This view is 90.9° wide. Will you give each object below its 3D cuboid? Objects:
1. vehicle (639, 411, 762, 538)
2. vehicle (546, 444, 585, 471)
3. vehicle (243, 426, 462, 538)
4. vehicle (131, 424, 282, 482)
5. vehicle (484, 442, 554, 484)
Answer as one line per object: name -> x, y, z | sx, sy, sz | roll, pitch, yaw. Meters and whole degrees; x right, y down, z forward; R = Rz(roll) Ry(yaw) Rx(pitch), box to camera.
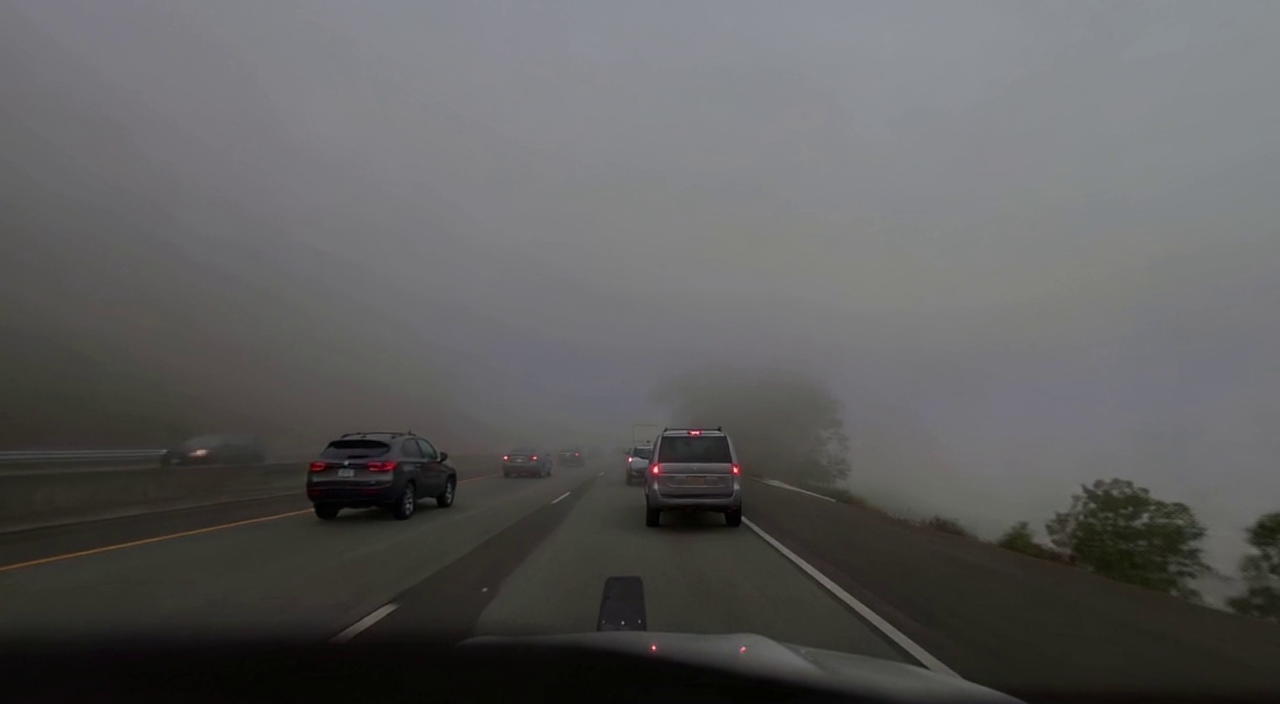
vehicle -> 0.923, 2.174, 11.679 | 1.825, 1.920, 3.960 | 0, -9, -1
vehicle -> -4.575, 6.514, 39.169 | 1.855, 1.527, 4.209 | 0, -9, 1
vehicle -> -4.877, 2.252, 11.519 | 1.934, 1.642, 4.201 | 0, -9, 1
vehicle -> -16.041, 3.770, 23.761 | 2.076, 1.922, 5.041 | 0, -9, 0
vehicle -> -4.595, 4.273, 24.545 | 1.867, 1.489, 3.829 | 0, -9, 1
